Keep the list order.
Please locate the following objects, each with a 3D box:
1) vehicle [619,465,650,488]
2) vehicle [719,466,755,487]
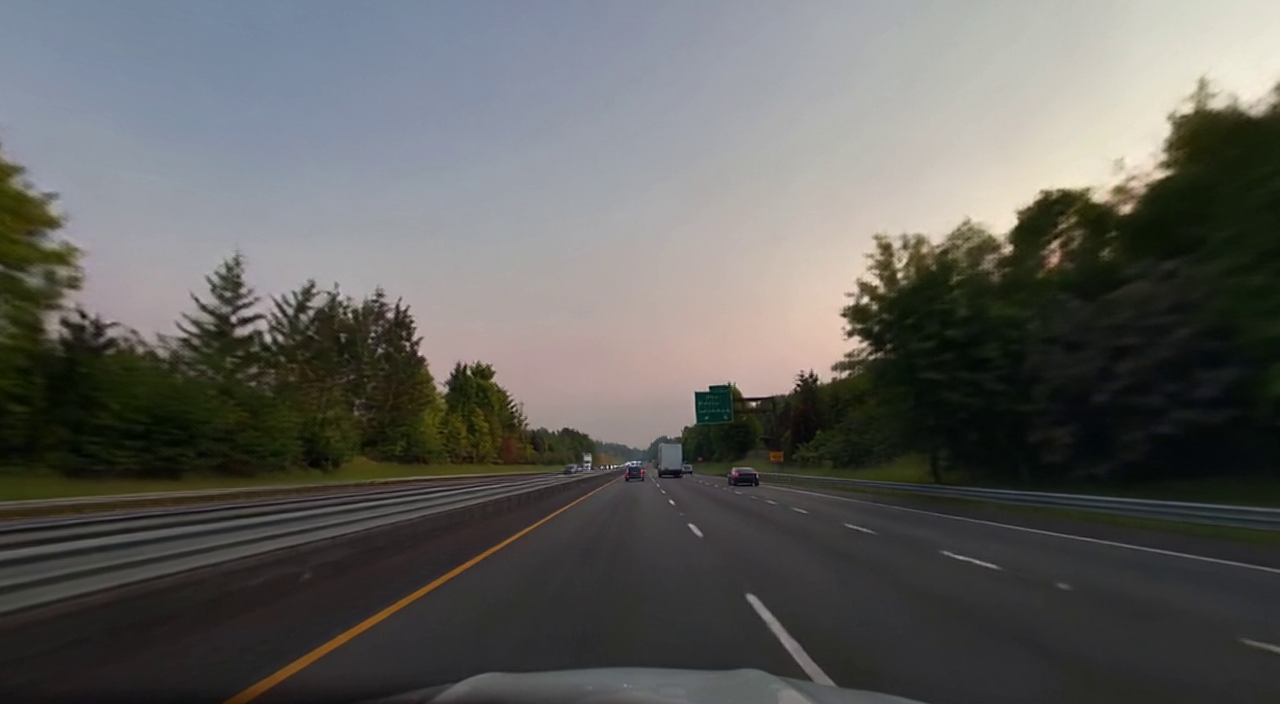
[{"bbox_3d":[-0.385,8.602,43.740,2.025,1.452,3.927,1,-10,-1],"label":"vehicle"},{"bbox_3d":[7.391,9.495,48.254,1.977,1.494,4.311,1,-10,-2],"label":"vehicle"}]
